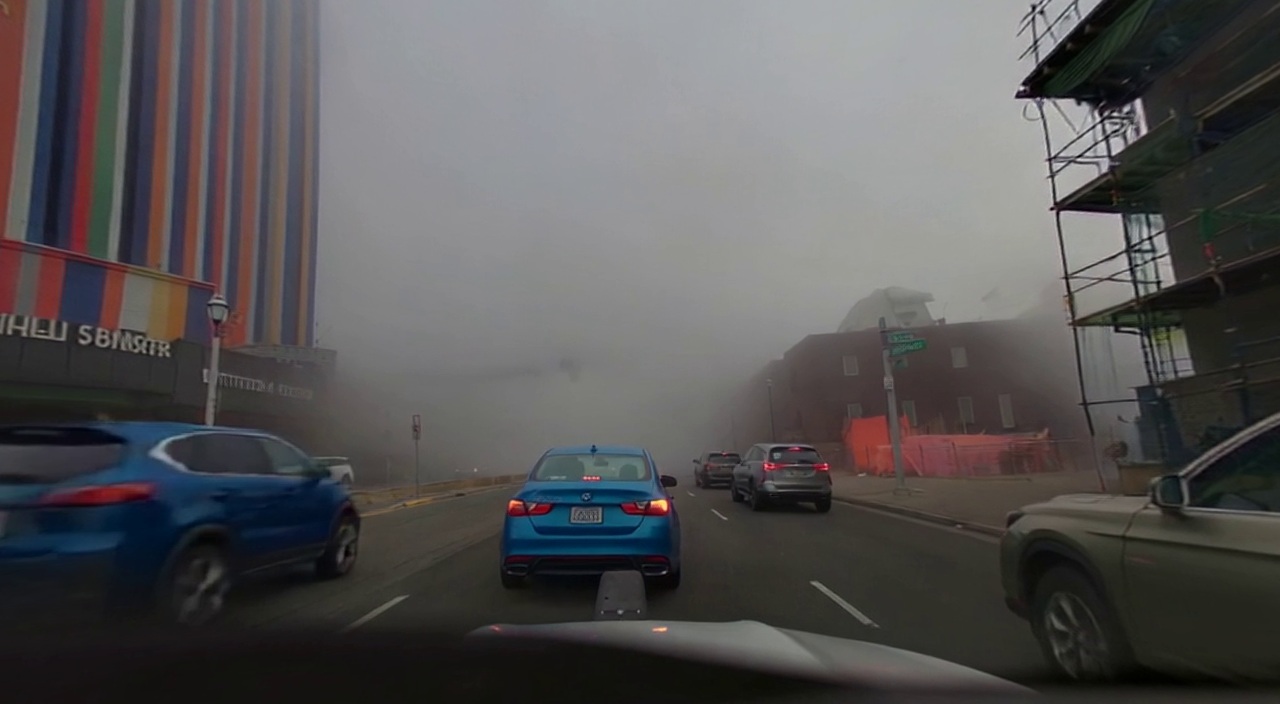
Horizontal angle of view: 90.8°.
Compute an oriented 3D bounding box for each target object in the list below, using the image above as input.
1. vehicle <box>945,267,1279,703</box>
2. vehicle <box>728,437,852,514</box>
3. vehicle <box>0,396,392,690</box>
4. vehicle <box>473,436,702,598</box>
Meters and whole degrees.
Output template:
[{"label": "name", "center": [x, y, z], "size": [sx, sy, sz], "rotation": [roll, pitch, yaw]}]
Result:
[{"label": "vehicle", "center": [3.392, 0.656, 2.103], "size": [2.182, 1.954, 5.341], "rotation": [0, -8, 2]}, {"label": "vehicle", "center": [3.925, 3.314, 17.597], "size": [2.185, 1.797, 4.934], "rotation": [0, -8, -1]}, {"label": "vehicle", "center": [-4.317, 1.426, 5.899], "size": [2.201, 1.691, 4.305], "rotation": [0, -8, 1]}, {"label": "vehicle", "center": [-0.457, 1.857, 8.067], "size": [2.131, 1.496, 4.193], "rotation": [0, -8, 1]}]
